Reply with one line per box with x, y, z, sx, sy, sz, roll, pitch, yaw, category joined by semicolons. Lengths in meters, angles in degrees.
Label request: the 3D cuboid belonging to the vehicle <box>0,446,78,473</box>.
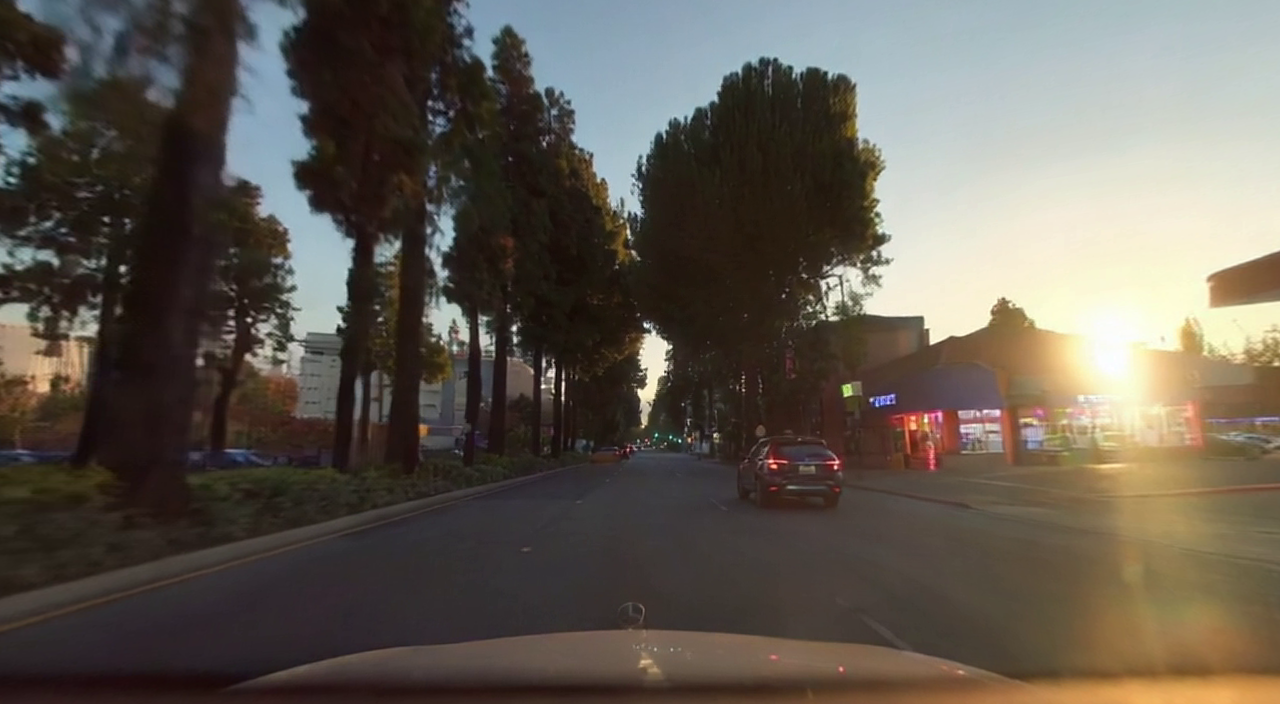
-32.072;5.596;32.930;3.666;1.365;1.853;0;-8;2;vehicle

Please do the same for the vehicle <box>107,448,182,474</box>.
-32.118;7.064;40.896;3.472;1.423;1.760;-4;-8;1;vehicle

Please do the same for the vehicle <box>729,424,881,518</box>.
3.489;2.640;14.486;2.151;1.771;4.792;0;-9;-1;vehicle
